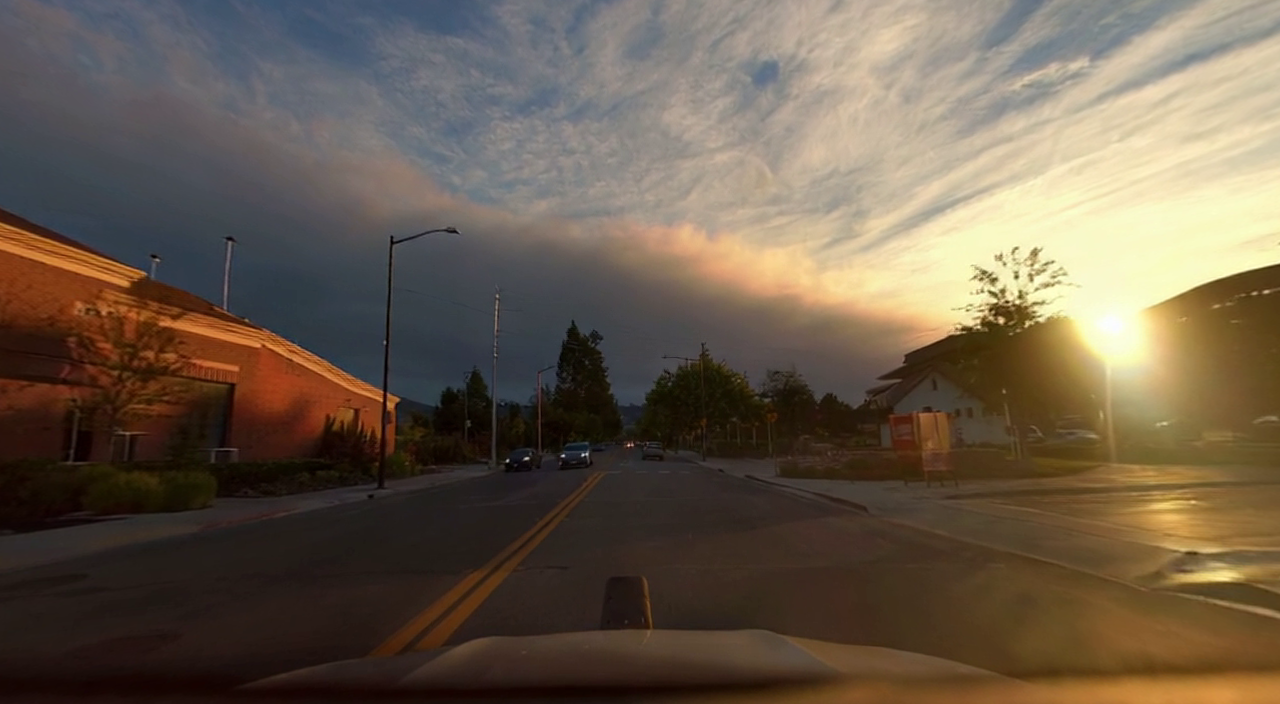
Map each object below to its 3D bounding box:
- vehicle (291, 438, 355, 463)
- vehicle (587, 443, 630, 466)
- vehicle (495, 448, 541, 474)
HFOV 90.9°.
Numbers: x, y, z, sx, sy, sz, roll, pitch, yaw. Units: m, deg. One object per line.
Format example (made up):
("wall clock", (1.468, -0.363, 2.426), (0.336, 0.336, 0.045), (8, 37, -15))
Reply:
("vehicle", (-21.437, 6.691, 42.809), (1.906, 1.596, 4.599), (0, -8, 1))
("vehicle", (-2.507, 7.895, 48.829), (2.154, 1.641, 4.254), (3, -9, -20))
("vehicle", (-7.310, 6.553, 38.129), (1.930, 1.463, 4.195), (0, -8, 0))
